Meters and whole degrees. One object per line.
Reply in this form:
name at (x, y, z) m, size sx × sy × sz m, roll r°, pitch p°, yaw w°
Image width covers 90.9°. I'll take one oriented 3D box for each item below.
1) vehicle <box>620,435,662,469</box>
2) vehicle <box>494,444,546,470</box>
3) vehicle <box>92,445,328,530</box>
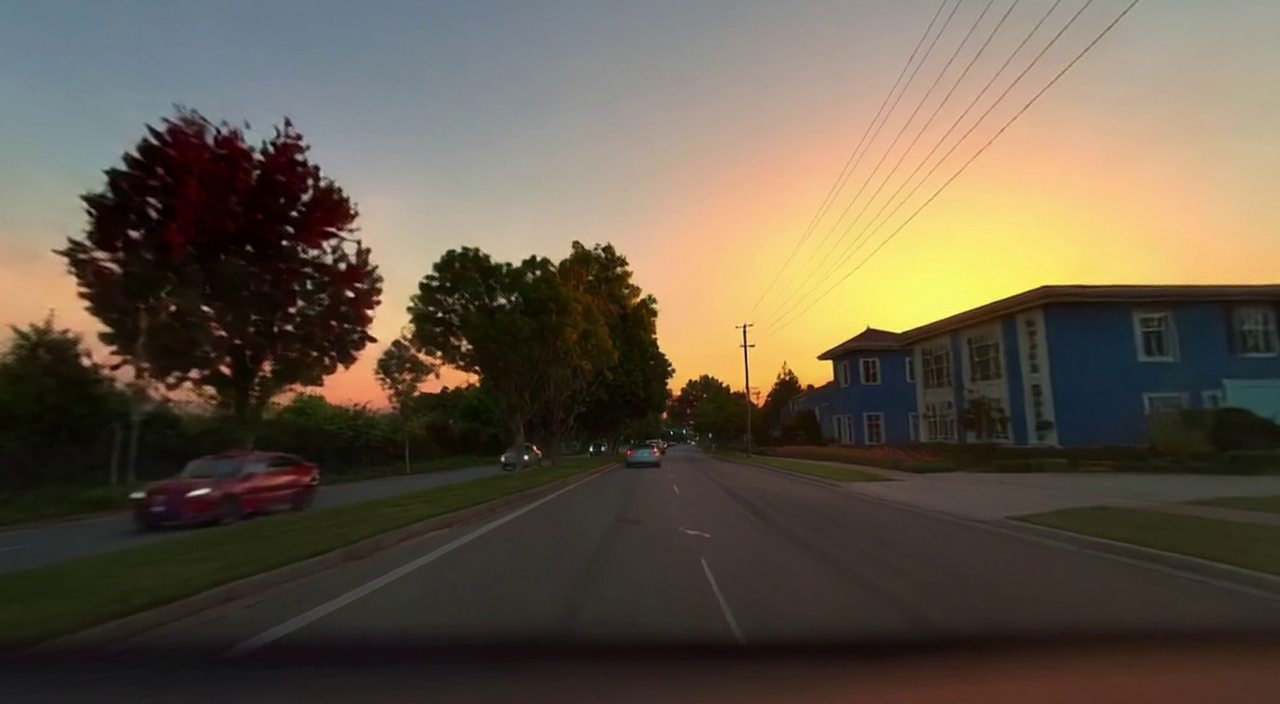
vehicle at (0.132, 5.398, 34.111) m, size 2.129 × 1.713 × 4.314 m, roll 0°, pitch -8°, yaw 2°
vehicle at (-7.223, 6.349, 38.275) m, size 2.040 × 1.465 × 4.448 m, roll 0°, pitch -8°, yaw 3°
vehicle at (-9.020, 2.819, 13.822) m, size 1.935 × 1.522 × 4.348 m, roll 0°, pitch -8°, yaw 3°
